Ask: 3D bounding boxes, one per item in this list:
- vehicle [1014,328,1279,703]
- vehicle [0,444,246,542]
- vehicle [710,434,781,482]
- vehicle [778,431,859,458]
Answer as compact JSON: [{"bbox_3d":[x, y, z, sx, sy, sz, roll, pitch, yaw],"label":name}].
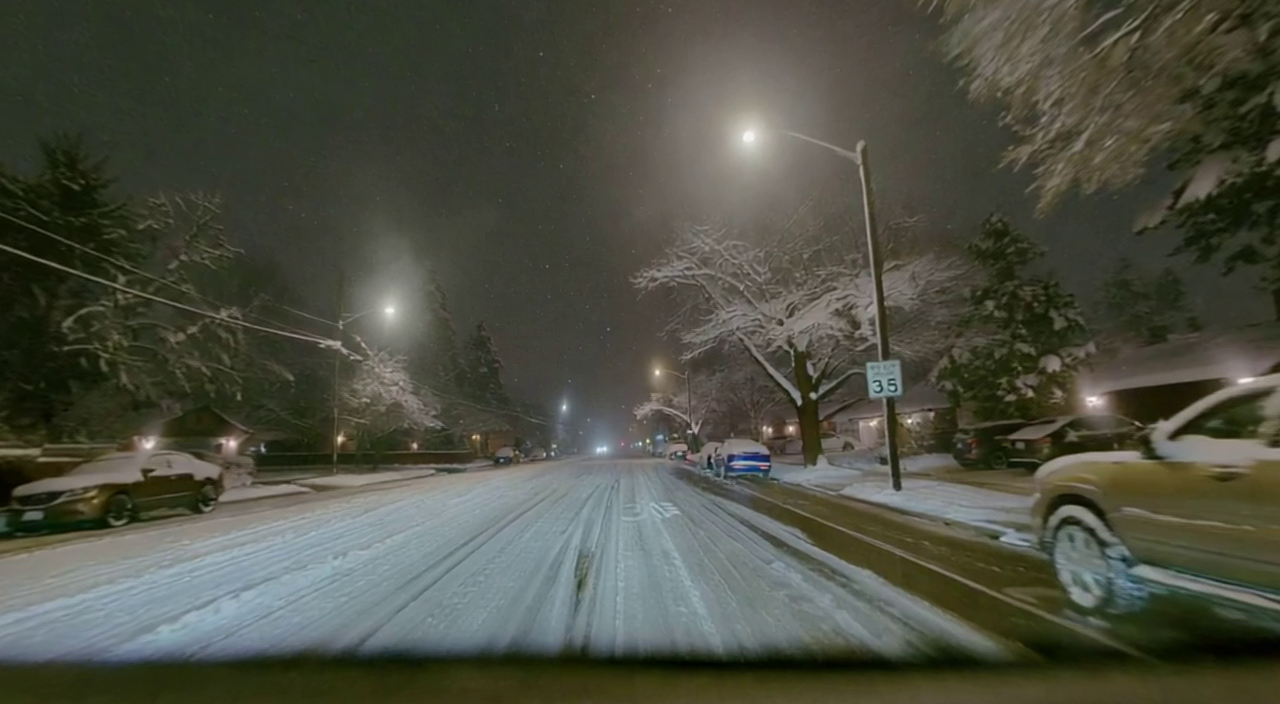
[{"bbox_3d":[4.399,0.755,2.607,2.268,1.918,5.661,0,-8,0],"label":"vehicle"},{"bbox_3d":[-10.924,2.839,13.563,1.994,1.698,4.762,0,-9,-2],"label":"vehicle"},{"bbox_3d":[4.070,4.176,25.088,1.915,1.715,4.451,0,-9,-2],"label":"vehicle"},{"bbox_3d":[12.100,6.309,43.056,4.912,1.734,2.006,0,-9,-1],"label":"vehicle"}]
